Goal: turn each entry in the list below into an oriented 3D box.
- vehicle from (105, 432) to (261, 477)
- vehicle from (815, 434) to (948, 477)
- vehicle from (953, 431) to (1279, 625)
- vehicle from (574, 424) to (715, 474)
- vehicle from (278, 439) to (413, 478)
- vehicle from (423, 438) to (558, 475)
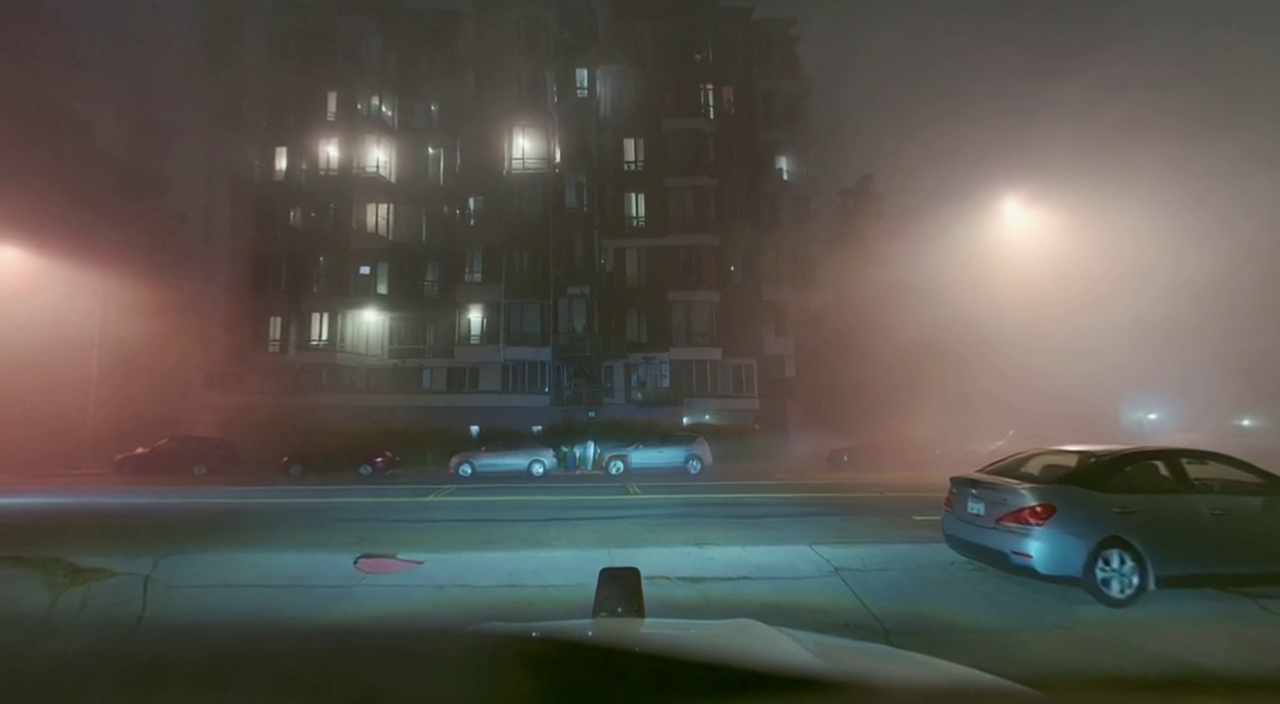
[{"bbox_3d":[-17.472,3.935,24.362,4.426,1.641,1.889,0,-9,-5],"label":"vehicle"},{"bbox_3d":[9.494,4.074,25.079,4.521,1.411,1.726,-2,-7,-4],"label":"vehicle"},{"bbox_3d":[5.934,1.558,6.155,4.714,1.471,1.978,-1,-5,1],"label":"vehicle"},{"bbox_3d":[0.105,3.846,24.888,5.299,1.860,2.098,1,-10,-4],"label":"vehicle"},{"bbox_3d":[-11.347,4.114,24.611,4.336,1.438,1.776,0,-8,-3],"label":"vehicle"},{"bbox_3d":[-5.723,4.087,24.663,4.851,1.339,1.785,0,-11,-2],"label":"vehicle"}]
